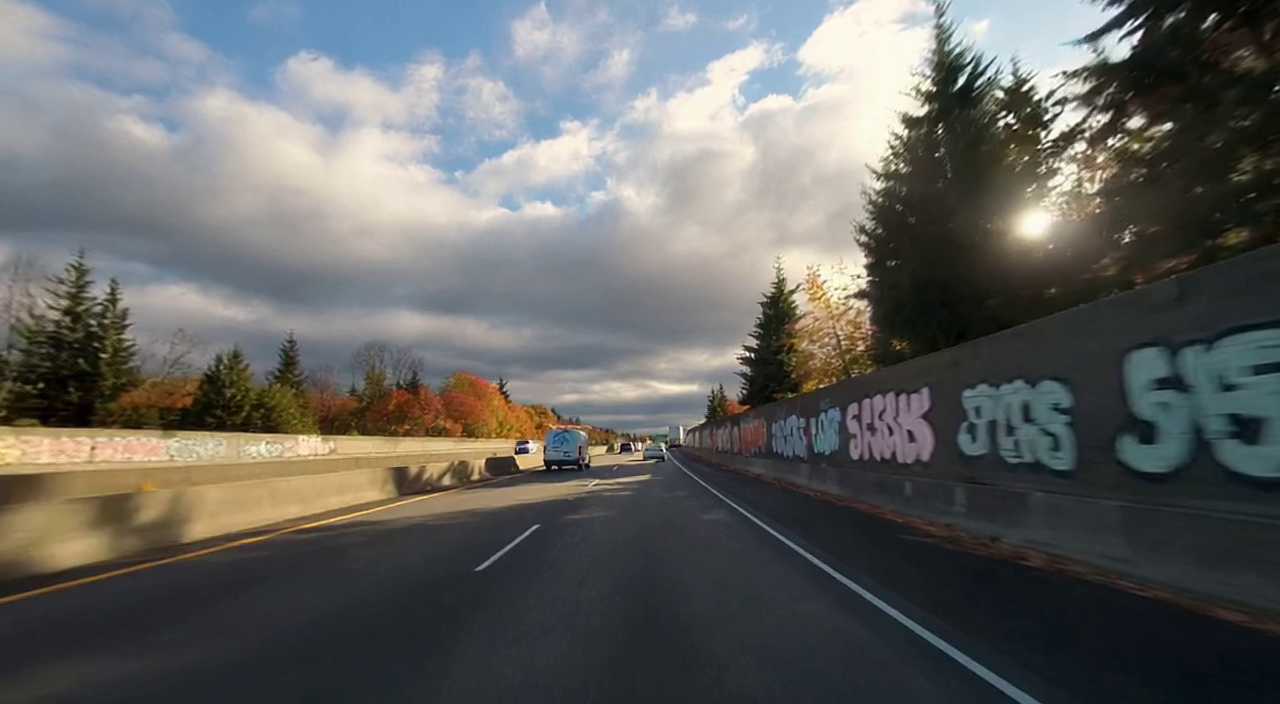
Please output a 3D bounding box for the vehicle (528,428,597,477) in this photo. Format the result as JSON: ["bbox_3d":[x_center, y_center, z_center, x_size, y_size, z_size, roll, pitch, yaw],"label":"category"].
[{"bbox_3d":[-3.307,4.425,27.989,2.199,1.973,5.078,0,-8,2],"label":"vehicle"}]

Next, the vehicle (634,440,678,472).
[{"bbox_3d":[0.757,5.184,31.654,2.071,1.487,3.948,0,-8,1],"label":"vehicle"}]
